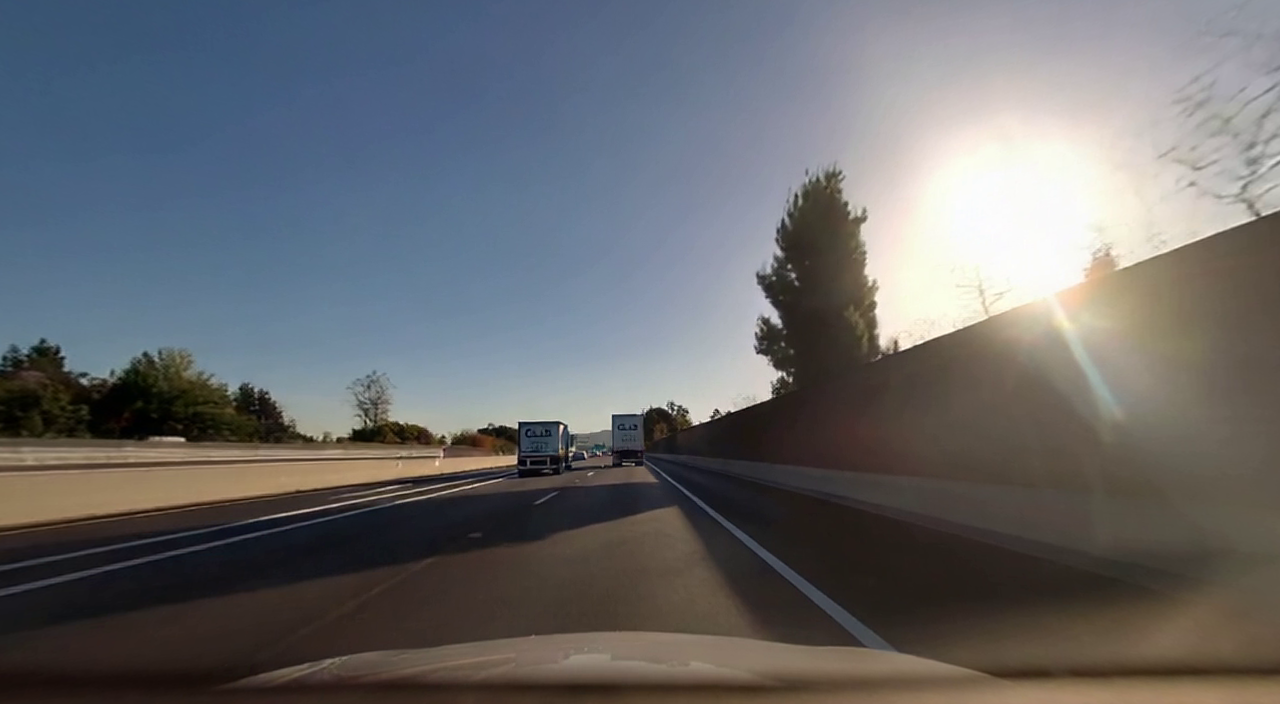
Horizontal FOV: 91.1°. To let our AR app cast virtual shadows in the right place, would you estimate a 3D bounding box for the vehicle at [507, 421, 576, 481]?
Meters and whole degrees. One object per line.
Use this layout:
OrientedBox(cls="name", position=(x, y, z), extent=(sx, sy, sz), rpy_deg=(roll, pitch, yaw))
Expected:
OrientedBox(cls="vehicle", position=(-4.811, 4.987, 31.721), extent=(2.529, 2.697, 5.935), rpy_deg=(0, -9, 0))
